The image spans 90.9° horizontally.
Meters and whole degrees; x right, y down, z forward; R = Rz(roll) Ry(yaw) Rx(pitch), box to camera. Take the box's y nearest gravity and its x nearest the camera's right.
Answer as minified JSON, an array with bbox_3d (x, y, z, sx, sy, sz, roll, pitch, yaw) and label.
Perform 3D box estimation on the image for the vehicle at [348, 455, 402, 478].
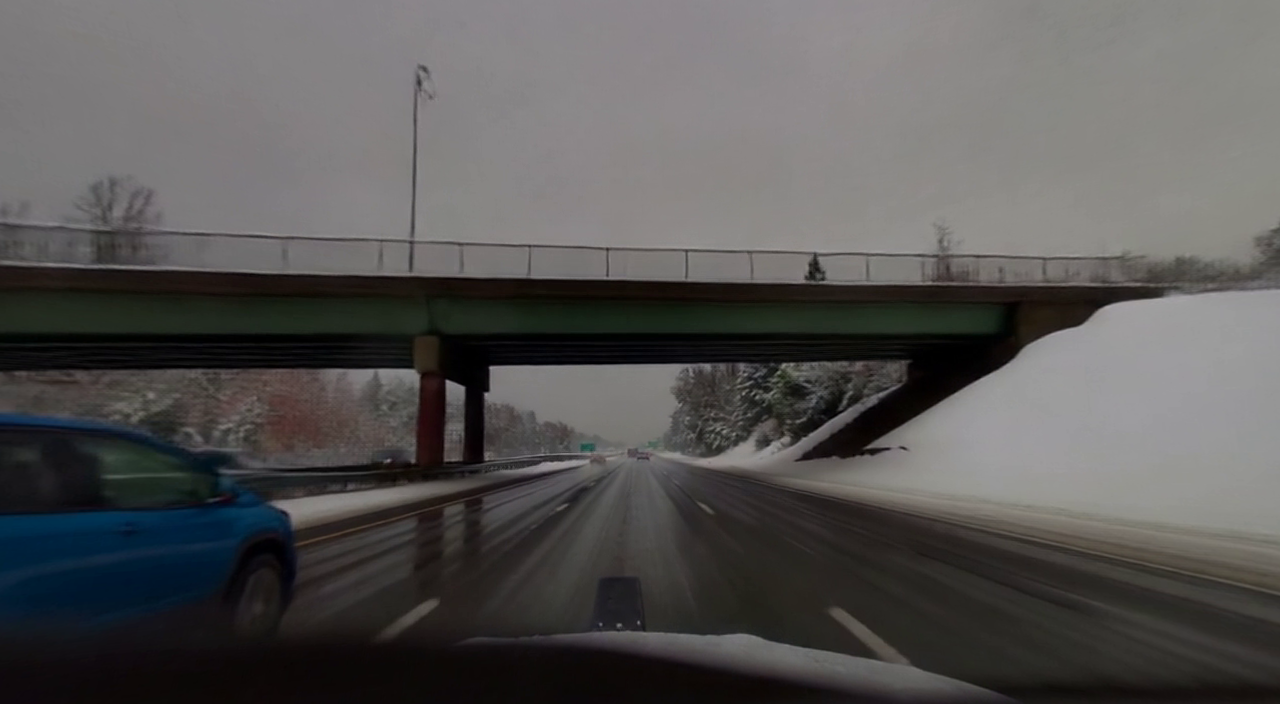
[{"bbox_3d":[-18.125,7.813,43.362,1.785,1.459,4.516,0,-9,-1],"label":"vehicle"}]

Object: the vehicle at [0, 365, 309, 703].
[{"bbox_3d":[-3.500,0.814,1.975,2.274,1.628,4.807,0,-9,0],"label":"vehicle"}]
